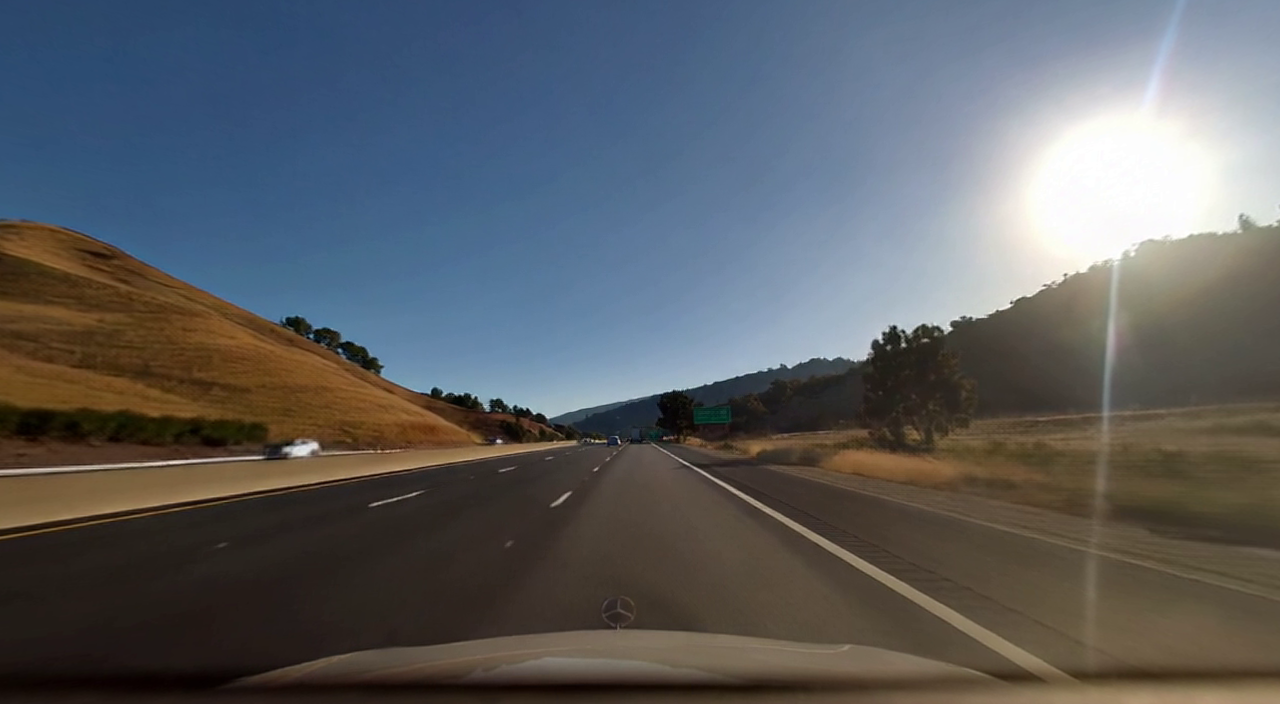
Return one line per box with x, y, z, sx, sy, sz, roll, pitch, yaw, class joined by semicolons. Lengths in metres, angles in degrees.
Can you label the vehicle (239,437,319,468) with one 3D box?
-19.524;5.433;34.231;1.841;1.539;4.319;0;-8;0;vehicle
